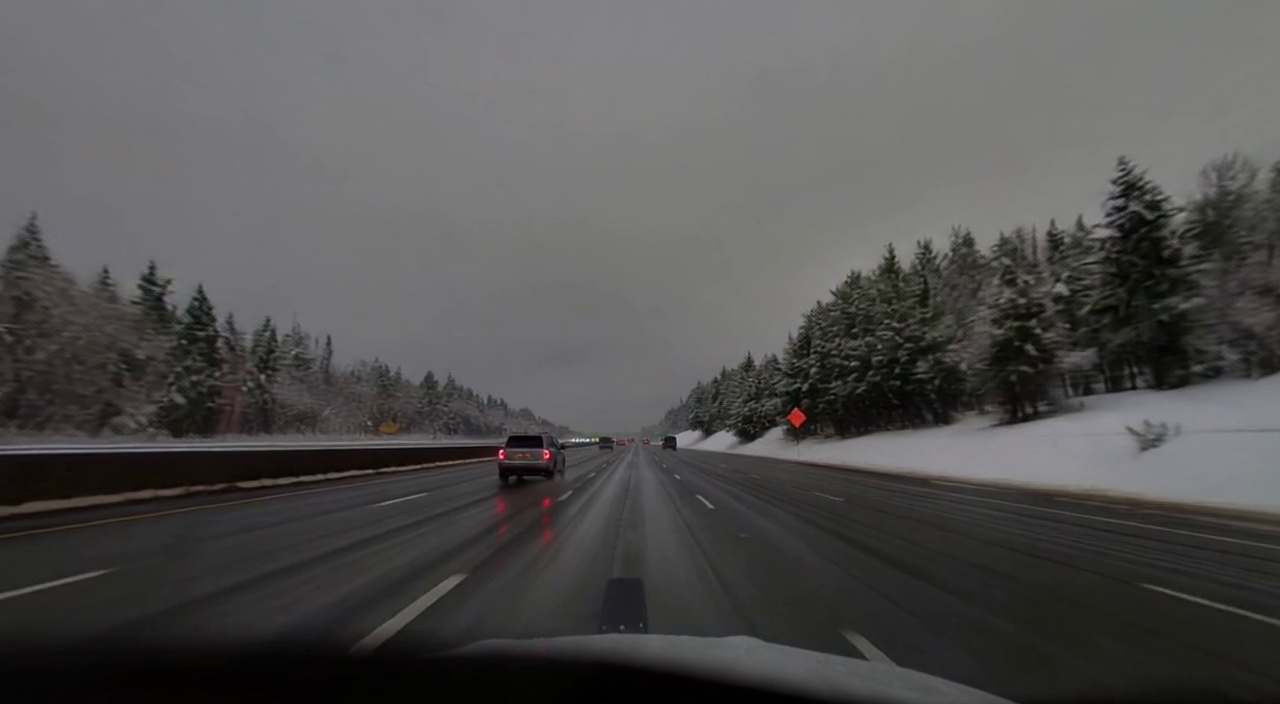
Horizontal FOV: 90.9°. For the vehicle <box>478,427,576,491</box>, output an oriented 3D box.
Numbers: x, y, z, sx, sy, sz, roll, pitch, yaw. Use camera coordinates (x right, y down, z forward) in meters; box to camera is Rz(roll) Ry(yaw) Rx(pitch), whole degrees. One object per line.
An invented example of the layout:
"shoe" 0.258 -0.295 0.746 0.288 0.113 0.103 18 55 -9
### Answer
"vehicle" -3.541 3.489 20.829 2.218 1.848 4.789 0 -9 1
